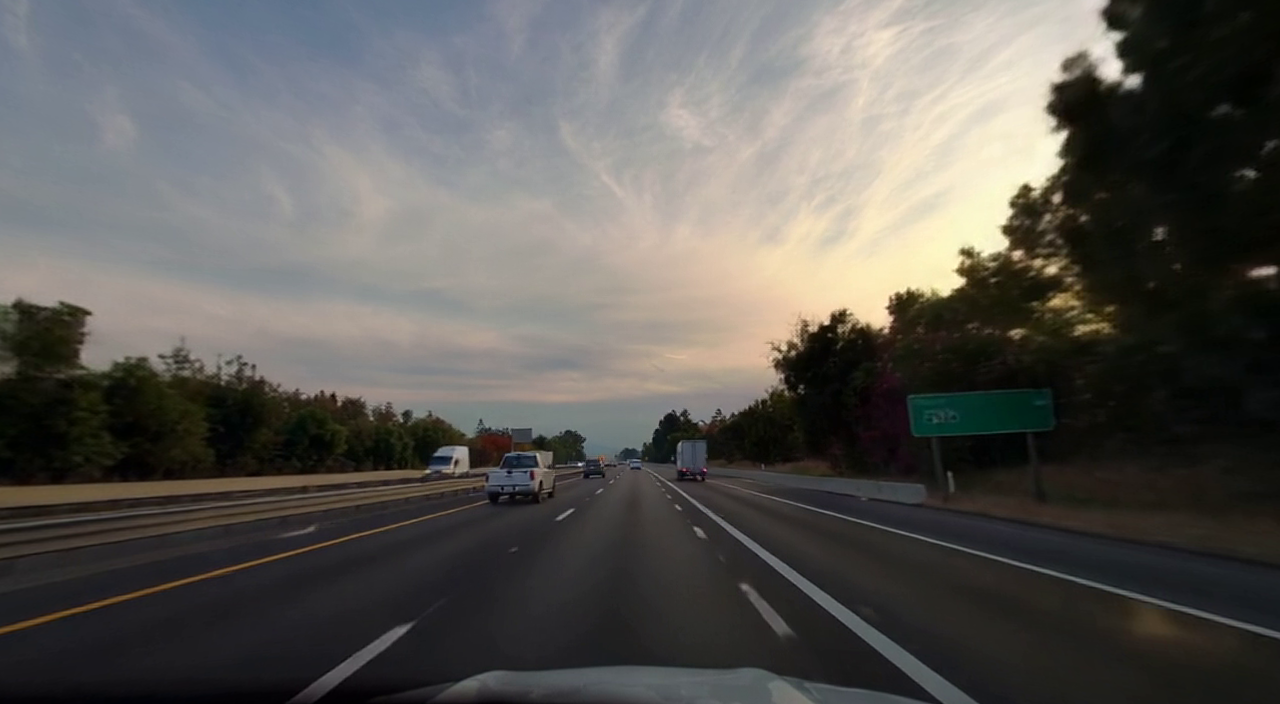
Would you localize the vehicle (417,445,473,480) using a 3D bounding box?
[{"bbox_3d":[-15.302,8.800,49.994,2.333,2.505,6.322,1,-10,0],"label":"vehicle"}]

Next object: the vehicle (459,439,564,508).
[{"bbox_3d":[-3.895,3.836,20.098,2.272,1.873,4.832,1,-10,0],"label":"vehicle"}]
